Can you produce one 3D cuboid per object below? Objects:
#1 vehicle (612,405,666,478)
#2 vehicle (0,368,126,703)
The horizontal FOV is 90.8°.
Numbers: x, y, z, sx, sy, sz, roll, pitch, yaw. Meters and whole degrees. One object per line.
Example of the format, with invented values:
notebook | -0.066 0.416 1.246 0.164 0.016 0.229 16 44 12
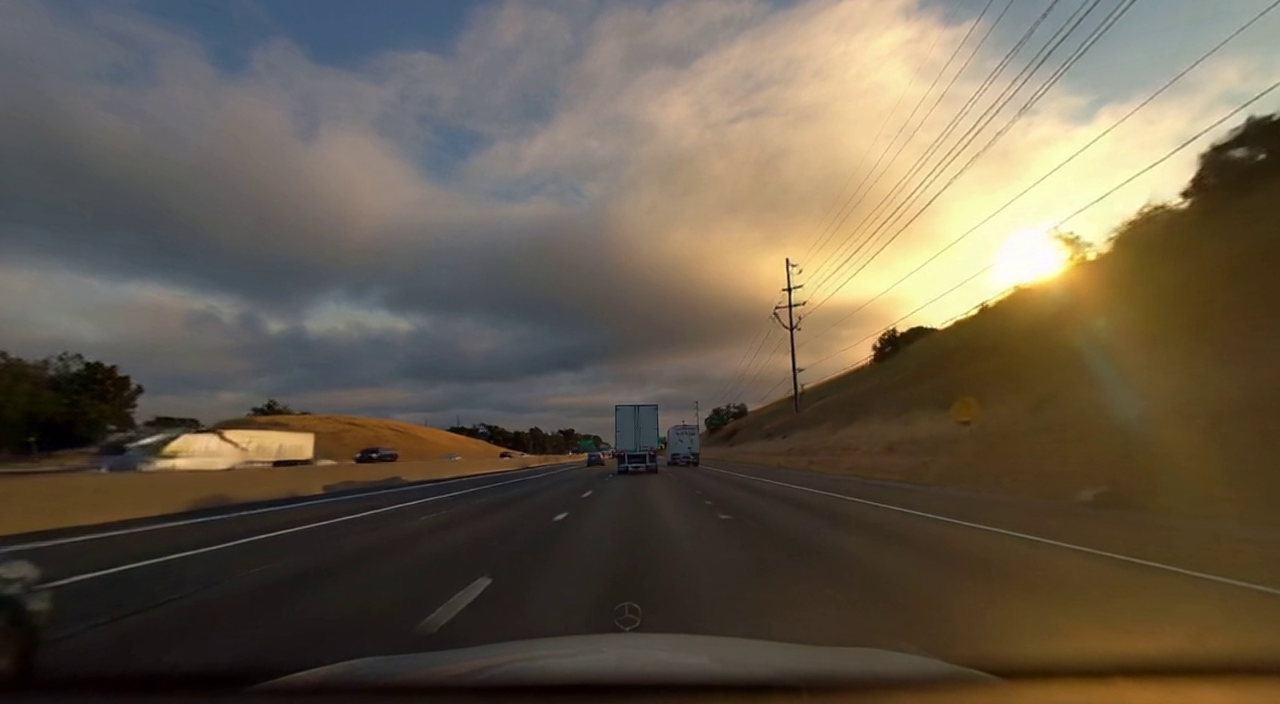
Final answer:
vehicle | -0.073 5.786 40.455 2.985 4.025 10.982 0 -9 0
vehicle | -3.851 0.681 1.240 2.050 1.679 4.253 0 -9 0
